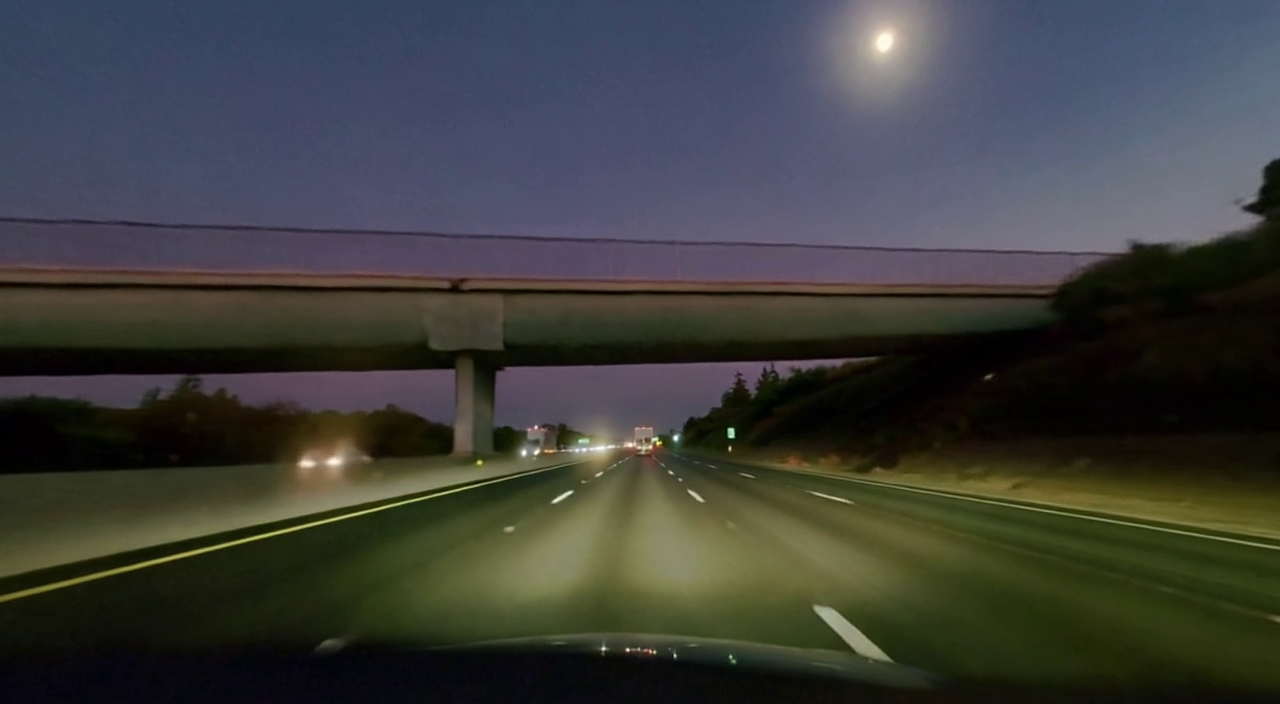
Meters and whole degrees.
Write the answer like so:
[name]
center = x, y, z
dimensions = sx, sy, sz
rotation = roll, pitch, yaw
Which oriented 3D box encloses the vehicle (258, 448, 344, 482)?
[vehicle]
center = -18.851, 6.277, 35.392
dimensions = 2.010, 1.771, 4.812
rotation = -1, -9, 1
